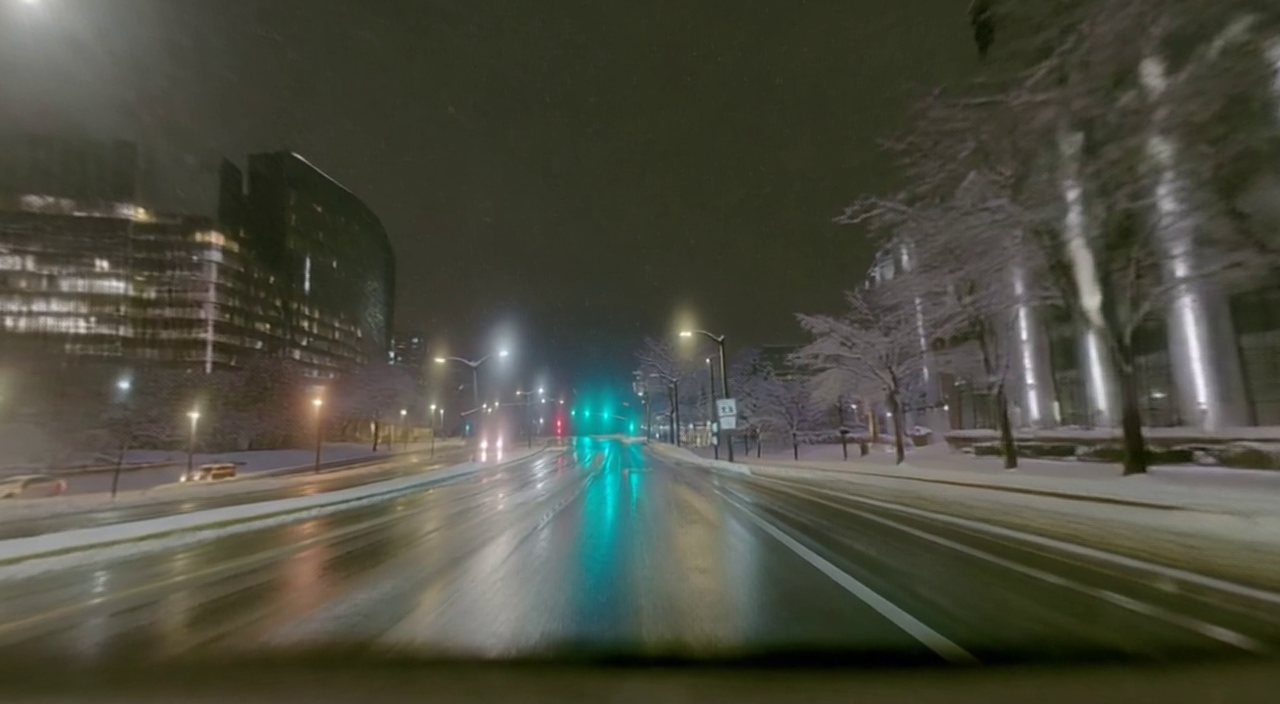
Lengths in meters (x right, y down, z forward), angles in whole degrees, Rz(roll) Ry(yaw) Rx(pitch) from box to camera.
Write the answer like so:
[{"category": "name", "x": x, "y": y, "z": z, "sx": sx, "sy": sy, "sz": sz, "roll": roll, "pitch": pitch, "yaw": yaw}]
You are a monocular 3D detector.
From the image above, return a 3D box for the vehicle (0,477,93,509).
[{"category": "vehicle", "x": -32.869, "y": 7.696, "z": 34.791, "sx": 1.743, "sy": 1.435, "sz": 4.183, "roll": 0, "pitch": -9, "yaw": -1}]

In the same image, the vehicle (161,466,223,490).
[{"category": "vehicle", "x": -32.966, "y": 9.274, "z": 46.628, "sx": 1.794, "sy": 1.427, "sz": 3.715, "roll": 3, "pitch": -8, "yaw": 0}]
